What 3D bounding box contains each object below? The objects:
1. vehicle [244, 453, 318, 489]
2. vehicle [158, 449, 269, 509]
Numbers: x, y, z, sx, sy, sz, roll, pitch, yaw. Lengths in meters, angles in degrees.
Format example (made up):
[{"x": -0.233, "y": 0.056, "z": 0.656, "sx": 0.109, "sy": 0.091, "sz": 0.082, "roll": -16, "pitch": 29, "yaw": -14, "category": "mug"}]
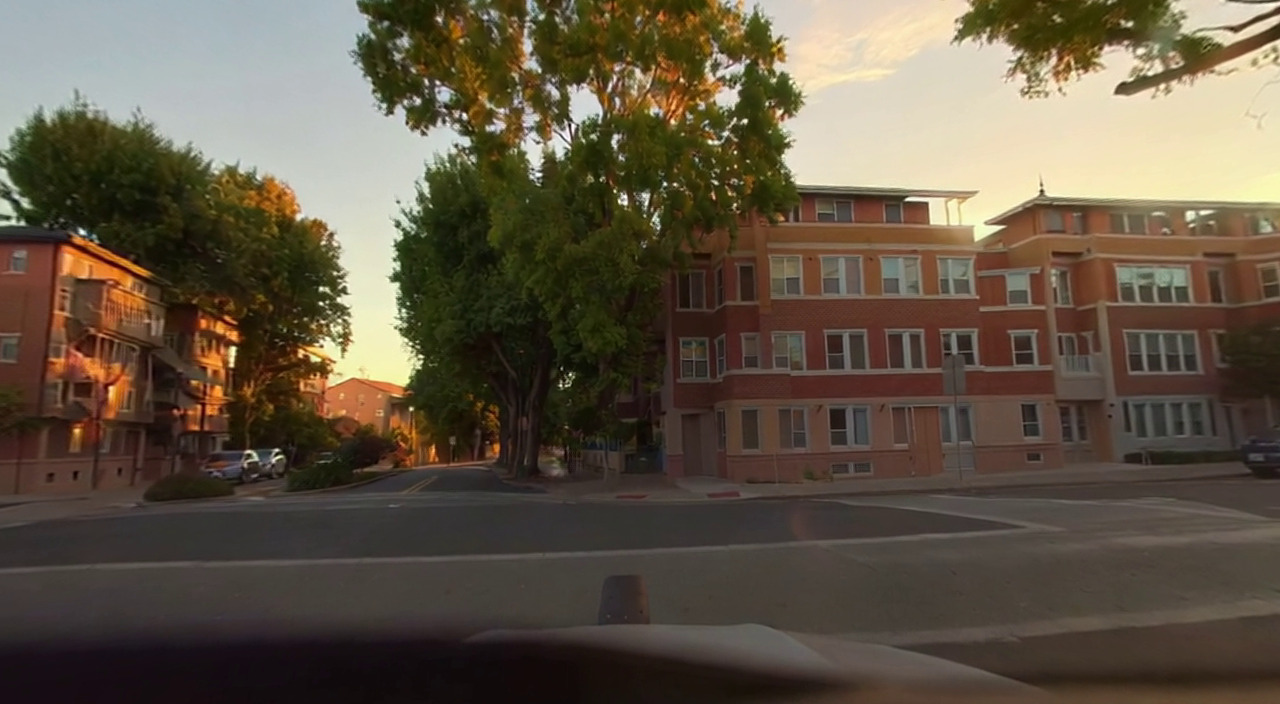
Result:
[{"x": -16.659, "y": 5.491, "z": 29.480, "sx": 1.941, "sy": 1.442, "sz": 4.384, "roll": 2, "pitch": -9, "yaw": -16, "category": "vehicle"}, {"x": -12.820, "y": 3.759, "z": 19.267, "sx": 2.027, "sy": 1.475, "sz": 4.522, "roll": 1, "pitch": -8, "yaw": -24, "category": "vehicle"}]
